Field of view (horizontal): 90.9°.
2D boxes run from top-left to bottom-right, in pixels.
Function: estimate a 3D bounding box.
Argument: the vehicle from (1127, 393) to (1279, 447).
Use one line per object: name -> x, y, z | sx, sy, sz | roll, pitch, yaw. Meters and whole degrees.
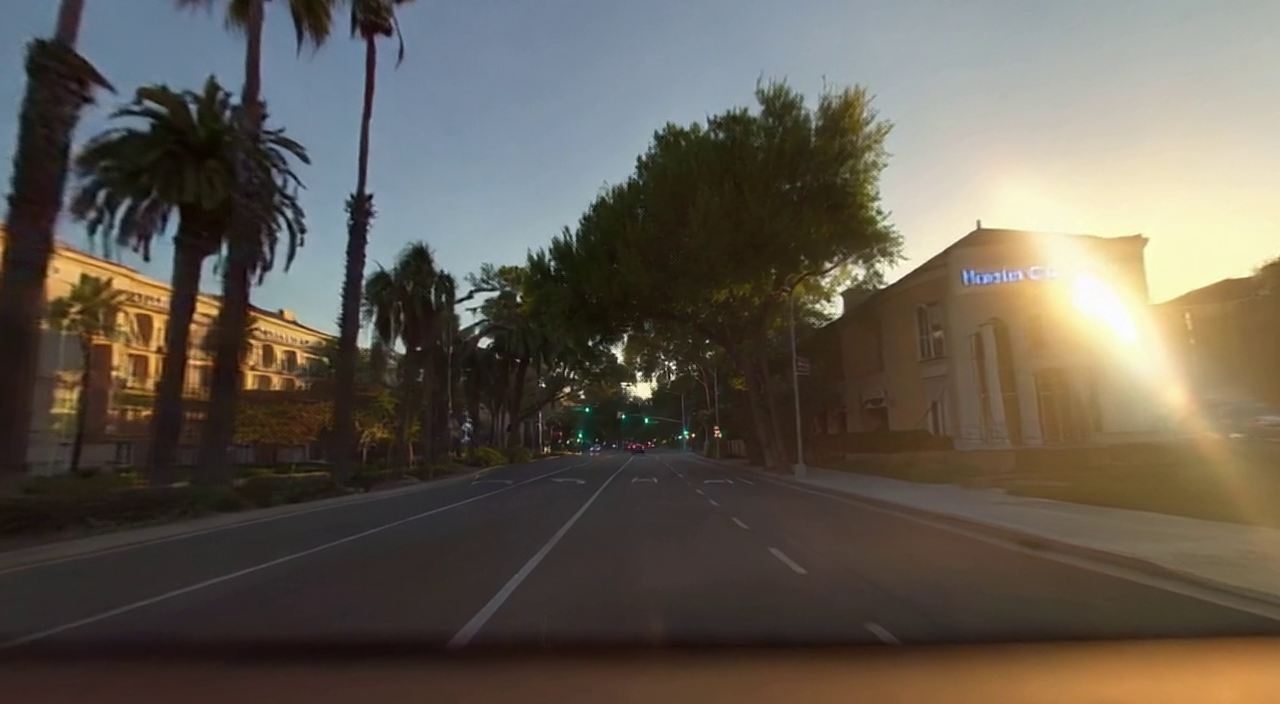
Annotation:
vehicle -> 21.888, 2.668, 23.915 | 2.222, 1.818, 5.099 | 1, -9, -9
